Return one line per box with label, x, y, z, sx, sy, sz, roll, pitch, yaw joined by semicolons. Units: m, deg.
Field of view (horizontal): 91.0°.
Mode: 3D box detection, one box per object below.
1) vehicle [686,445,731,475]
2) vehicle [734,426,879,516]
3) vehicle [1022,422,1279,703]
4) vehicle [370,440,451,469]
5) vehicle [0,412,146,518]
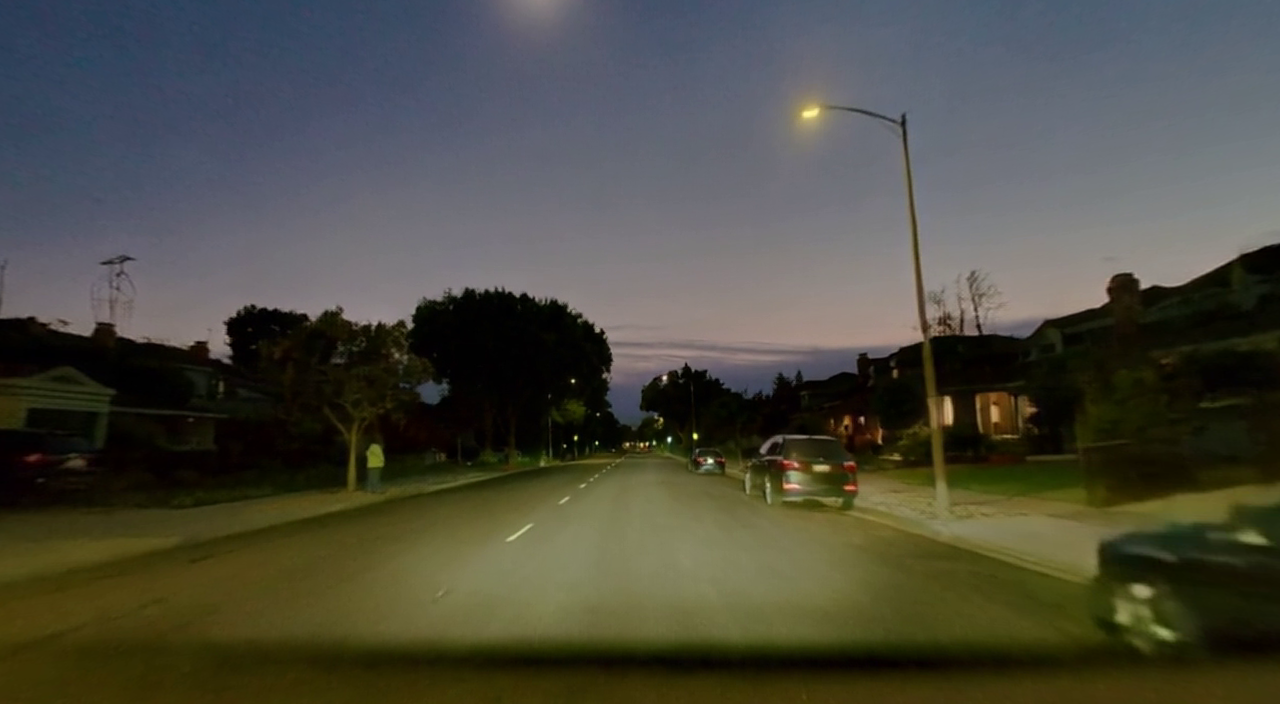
vehicle;3.694;5.890;34.714;1.897;1.521;4.835;0;-9;-1
vehicle;3.737;2.777;15.231;2.039;1.780;4.884;0;-9;-2
vehicle;3.802;0.988;2.271;1.949;1.505;4.483;0;-9;-1
vehicle;-15.742;7.050;43.351;4.882;1.777;2.025;-2;-9;-2
vehicle;-14.469;2.406;13.589;5.707;2.050;2.260;-1;-9;2
